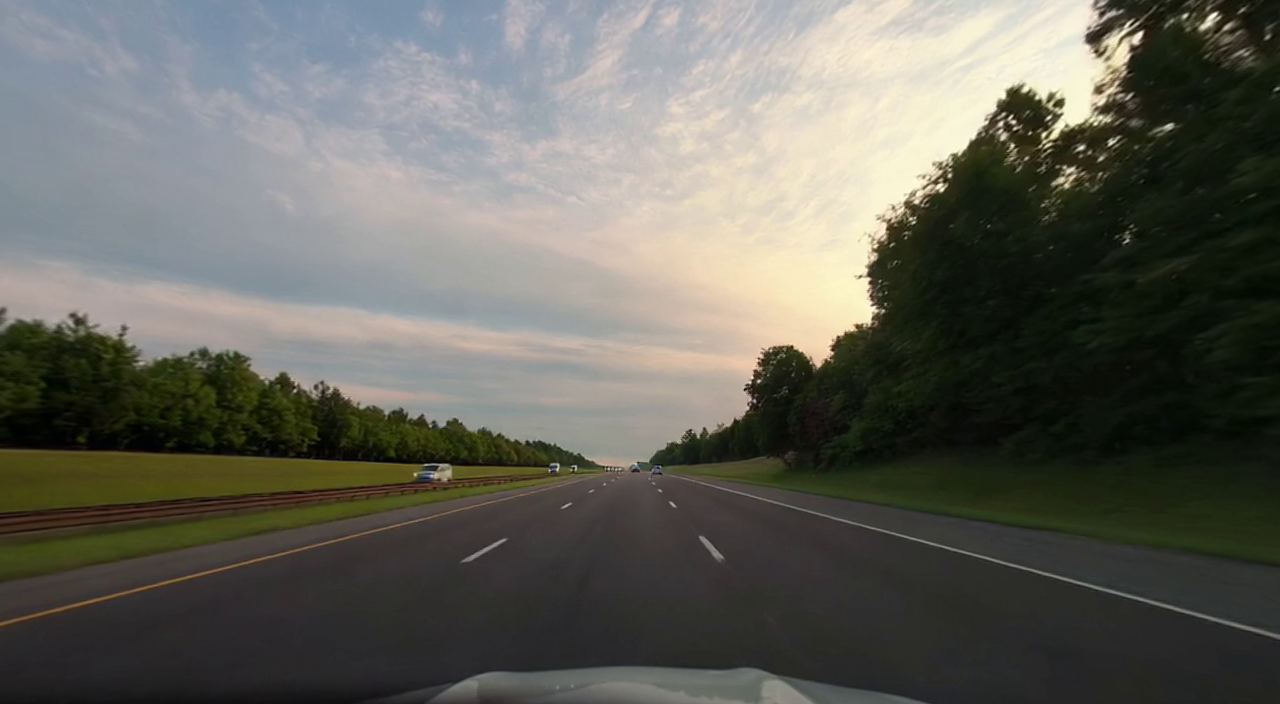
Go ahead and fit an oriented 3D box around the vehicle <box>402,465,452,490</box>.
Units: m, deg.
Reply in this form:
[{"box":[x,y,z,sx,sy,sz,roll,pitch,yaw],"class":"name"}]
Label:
[{"box":[-13.428,7.897,39.893,1.752,1.454,3.796,1,-10,0],"class":"vehicle"}]
